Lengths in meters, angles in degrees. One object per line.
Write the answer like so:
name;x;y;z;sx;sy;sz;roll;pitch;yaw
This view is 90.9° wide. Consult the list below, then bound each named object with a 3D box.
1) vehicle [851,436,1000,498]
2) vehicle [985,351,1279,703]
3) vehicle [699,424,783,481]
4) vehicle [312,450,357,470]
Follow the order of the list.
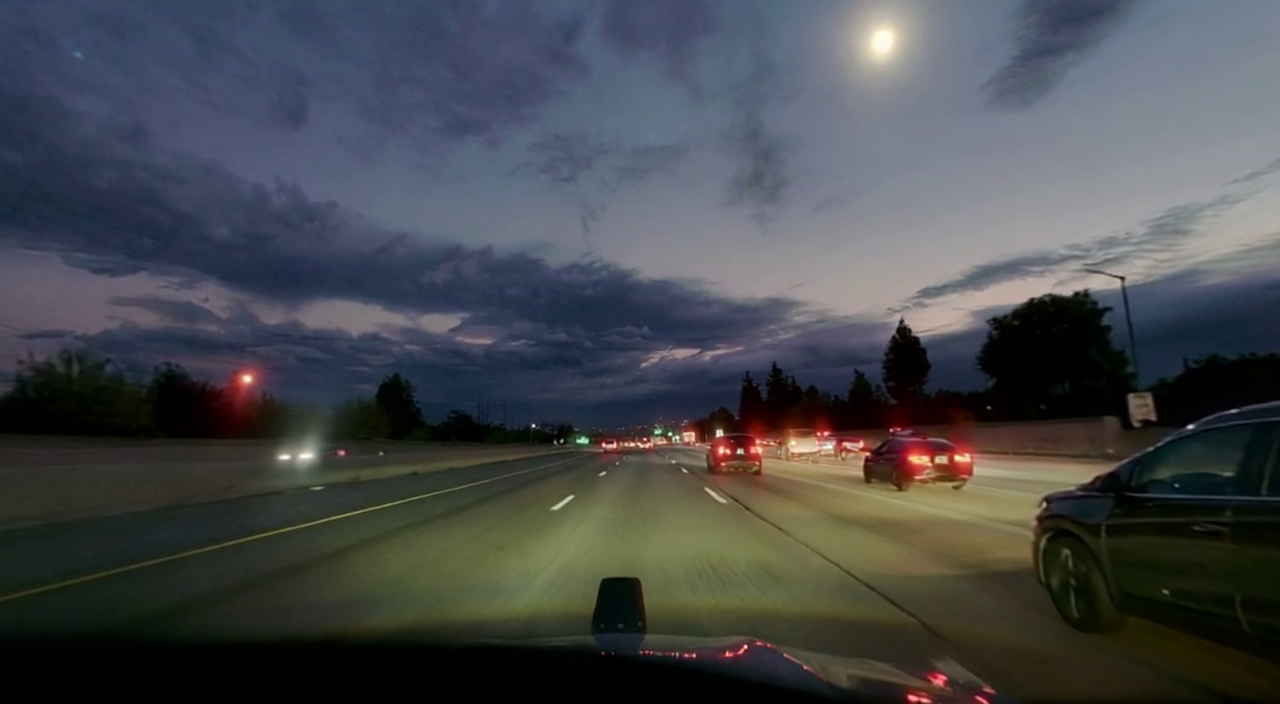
vehicle;7.662;3.117;17.537;2.022;1.466;4.509;0;-8;0
vehicle;3.797;0.820;2.685;2.146;1.639;4.475;-1;-8;1
vehicle;3.887;4.020;25.439;2.442;2.022;5.466;0;-8;0
vehicle;-22.246;7.864;46.082;1.538;1.364;3.395;0;-8;0
